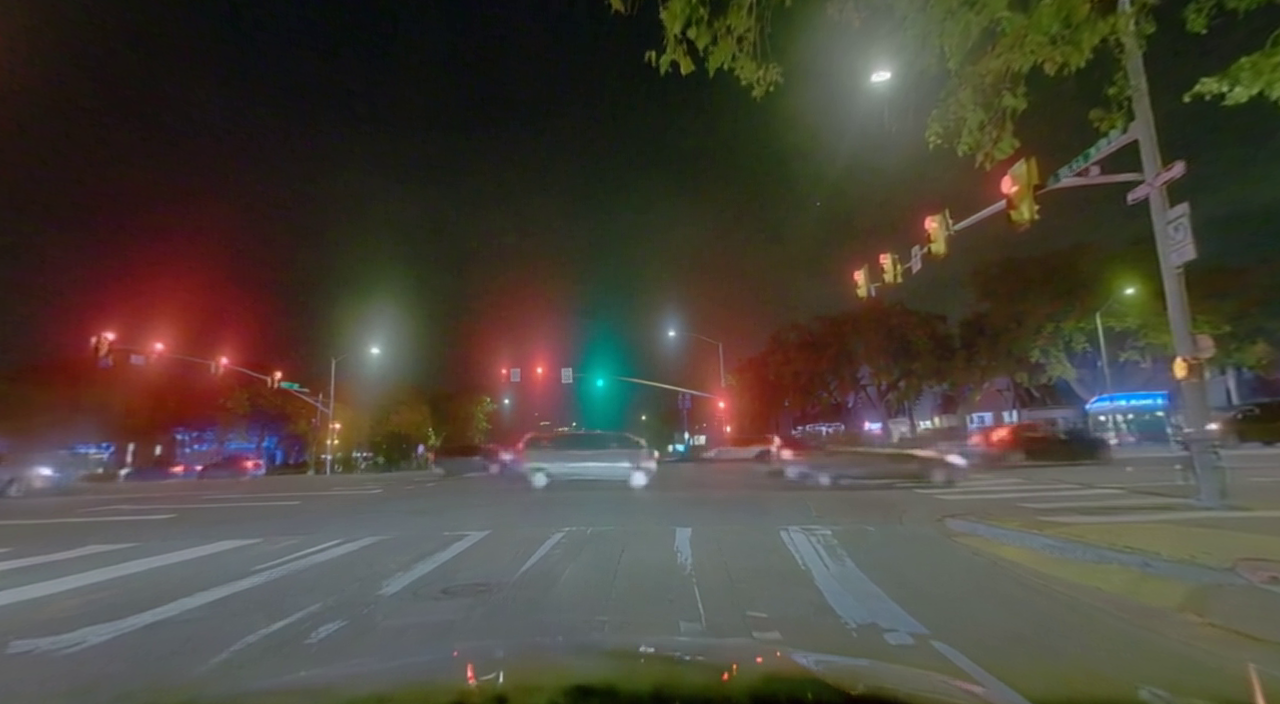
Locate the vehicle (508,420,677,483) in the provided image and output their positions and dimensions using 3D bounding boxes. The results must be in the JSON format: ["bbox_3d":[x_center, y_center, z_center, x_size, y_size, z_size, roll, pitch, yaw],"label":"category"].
[{"bbox_3d":[-1.295,2.950,18.695,4.673,1.740,2.150,-1,-9,6],"label":"vehicle"}]

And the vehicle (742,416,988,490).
[{"bbox_3d":[4.696,2.222,13.864,4.715,1.472,1.905,-1,-9,6],"label":"vehicle"}]

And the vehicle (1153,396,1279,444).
[{"bbox_3d":[23.561,2.692,24.638,4.987,1.780,1.996,-1,-9,6],"label":"vehicle"}]

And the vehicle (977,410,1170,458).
[{"bbox_3d":[14.075,2.736,20.757,4.793,1.473,1.878,-1,-9,7],"label":"vehicle"}]

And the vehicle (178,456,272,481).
[{"bbox_3d":[-26.211,7.359,39.895,4.785,1.472,1.799,-1,-9,4],"label":"vehicle"}]
